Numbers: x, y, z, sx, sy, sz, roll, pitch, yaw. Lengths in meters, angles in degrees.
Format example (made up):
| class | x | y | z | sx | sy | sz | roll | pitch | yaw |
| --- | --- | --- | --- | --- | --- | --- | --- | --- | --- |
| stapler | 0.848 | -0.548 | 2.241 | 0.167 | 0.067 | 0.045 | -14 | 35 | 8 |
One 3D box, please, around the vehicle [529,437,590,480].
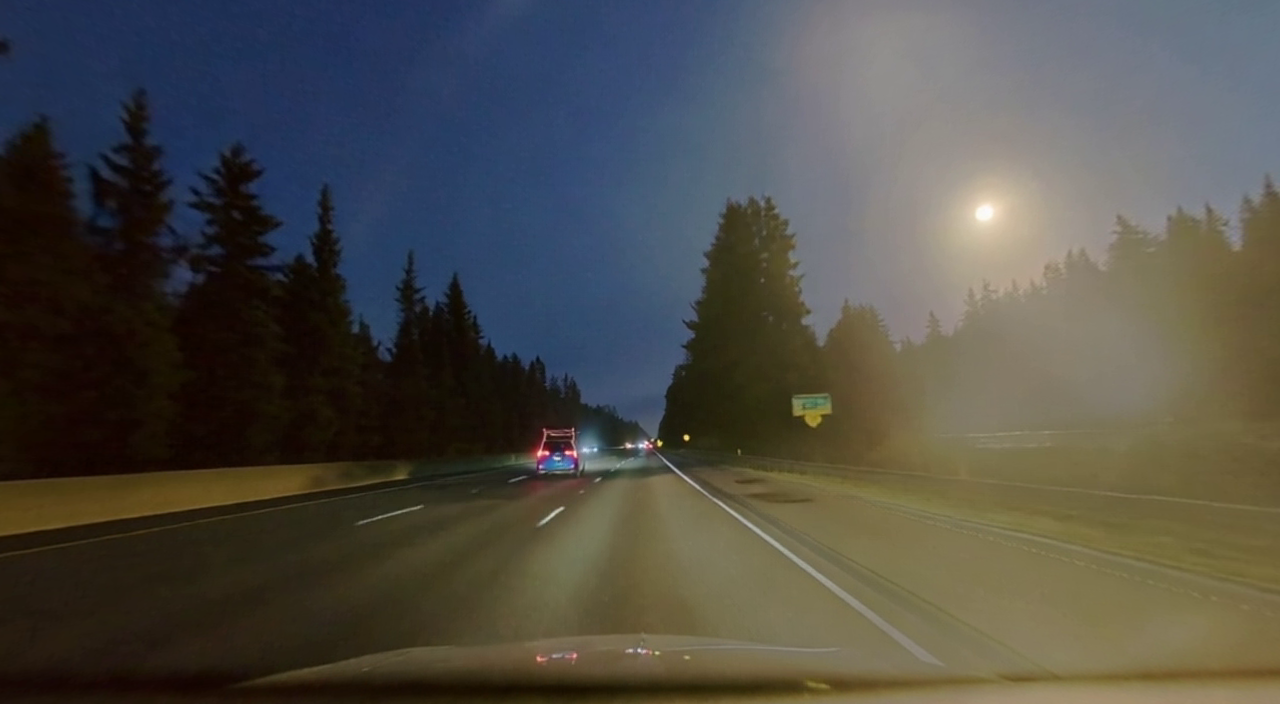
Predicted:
| class | x | y | z | sx | sy | sz | roll | pitch | yaw |
| --- | --- | --- | --- | --- | --- | --- | --- | --- | --- |
| vehicle | -3.505 | 4.722 | 28.231 | 2.084 | 1.752 | 4.479 | 0 | -8 | 1 |
